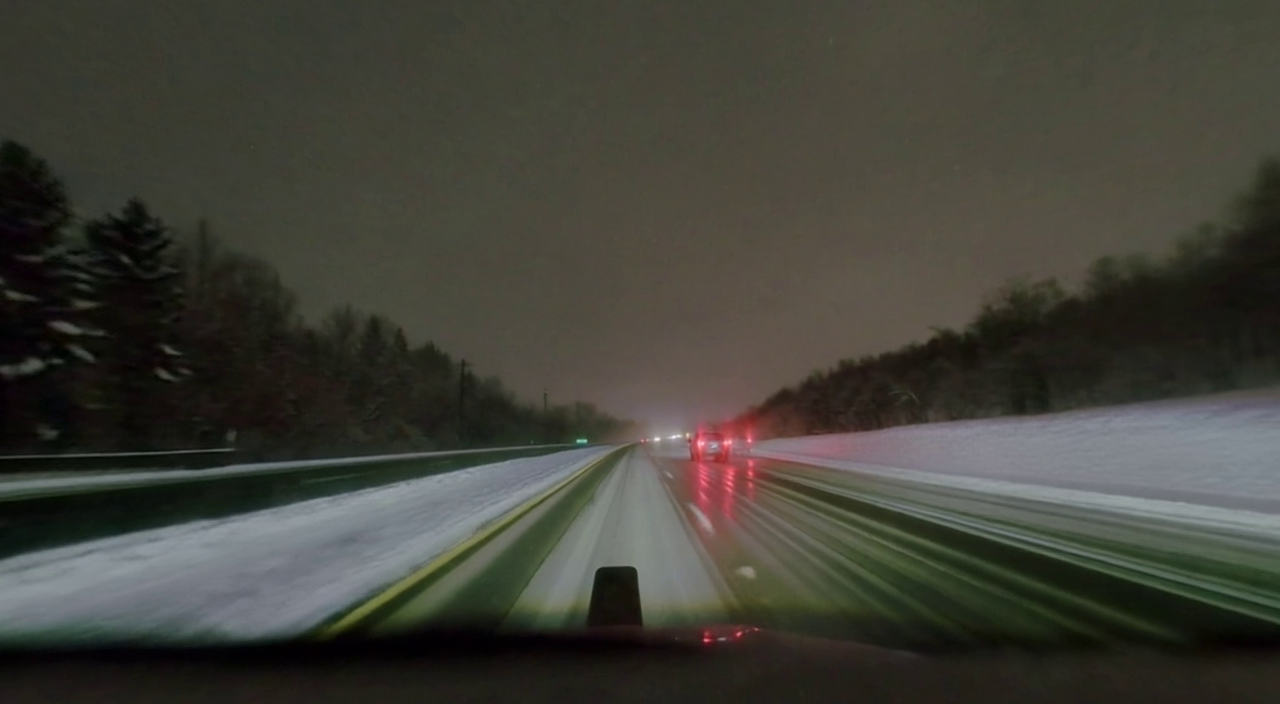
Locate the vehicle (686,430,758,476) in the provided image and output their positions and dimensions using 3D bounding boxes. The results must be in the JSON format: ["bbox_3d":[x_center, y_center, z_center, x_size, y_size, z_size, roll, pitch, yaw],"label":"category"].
[{"bbox_3d":[3.026,3.844,24.312,2.084,1.583,4.420,0,-8,-1],"label":"vehicle"}]
